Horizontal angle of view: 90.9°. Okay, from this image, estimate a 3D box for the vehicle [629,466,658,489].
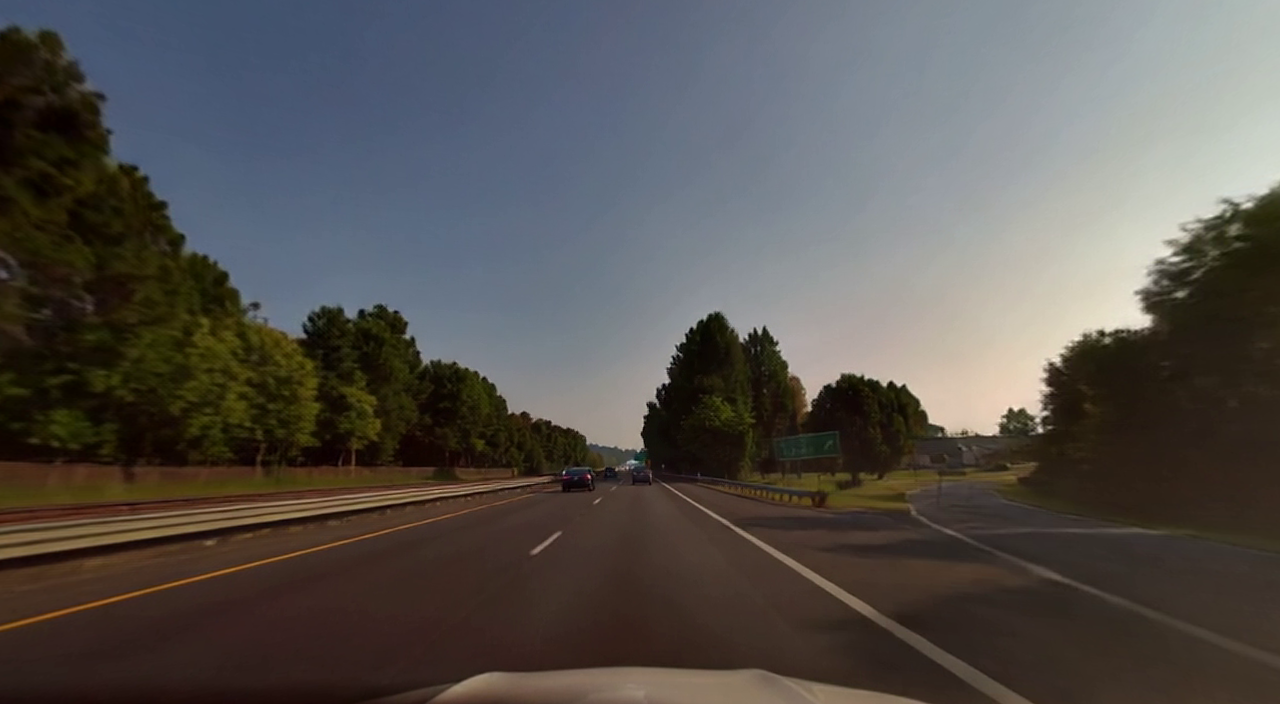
[{"bbox_3d":[0.266,9.286,46.734,2.065,1.596,3.869,1,-11,0],"label":"vehicle"}]

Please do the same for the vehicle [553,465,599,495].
[{"bbox_3d":[-3.521,7.175,35.529,2.047,1.523,4.279,1,-11,1],"label":"vehicle"}]
